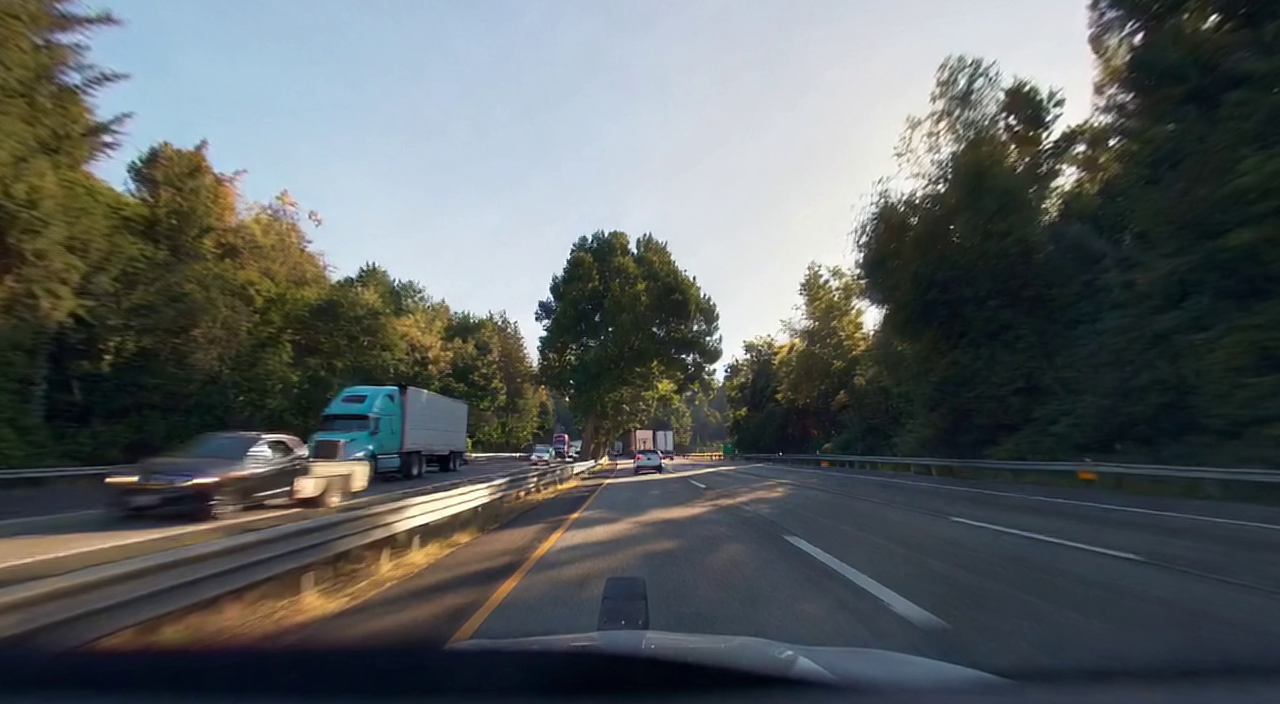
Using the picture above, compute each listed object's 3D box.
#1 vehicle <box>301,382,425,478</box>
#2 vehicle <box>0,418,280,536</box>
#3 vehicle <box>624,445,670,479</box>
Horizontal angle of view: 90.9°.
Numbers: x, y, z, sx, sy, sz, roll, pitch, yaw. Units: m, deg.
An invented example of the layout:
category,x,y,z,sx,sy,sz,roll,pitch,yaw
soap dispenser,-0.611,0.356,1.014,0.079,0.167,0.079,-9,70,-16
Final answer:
category,x,y,z,sx,sy,sz,roll,pitch,yaw
vehicle,-12.473,3.654,29.083,2.983,3.990,5.739,0,-9,0
vehicle,-8.067,1.960,10.375,1.935,1.557,3.904,0,-9,0
vehicle,0.271,5.367,31.006,2.069,1.523,4.012,0,-9,-2
